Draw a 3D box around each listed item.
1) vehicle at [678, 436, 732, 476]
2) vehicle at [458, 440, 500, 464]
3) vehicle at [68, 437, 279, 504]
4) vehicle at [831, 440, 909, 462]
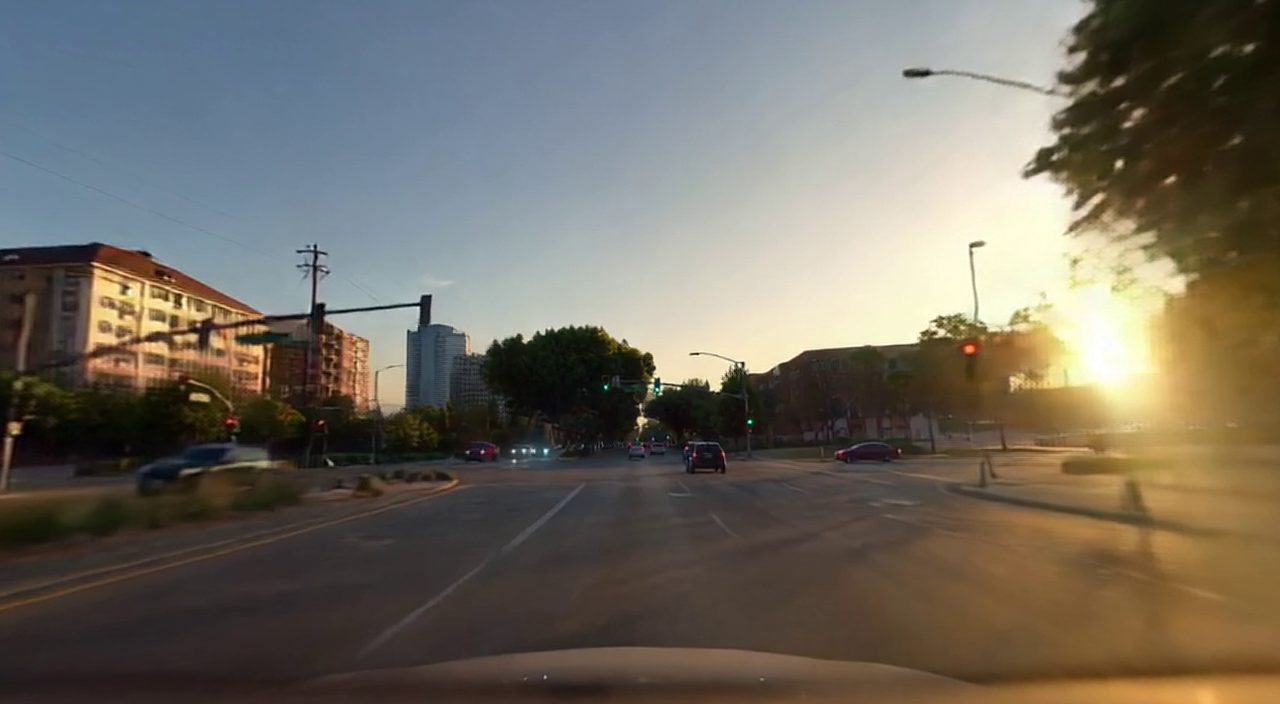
[{"bbox_3d":[3.063,5.026,30.836,2.069,1.761,4.610,0,-9,-1],"label":"vehicle"},{"bbox_3d":[-12.213,7.635,48.315,1.951,1.759,4.518,0,-9,1],"label":"vehicle"},{"bbox_3d":[-11.855,3.021,16.574,2.059,1.503,4.483,0,-8,1],"label":"vehicle"},{"bbox_3d":[16.390,7.079,45.238,4.839,1.490,2.134,-1,-9,4],"label":"vehicle"}]
